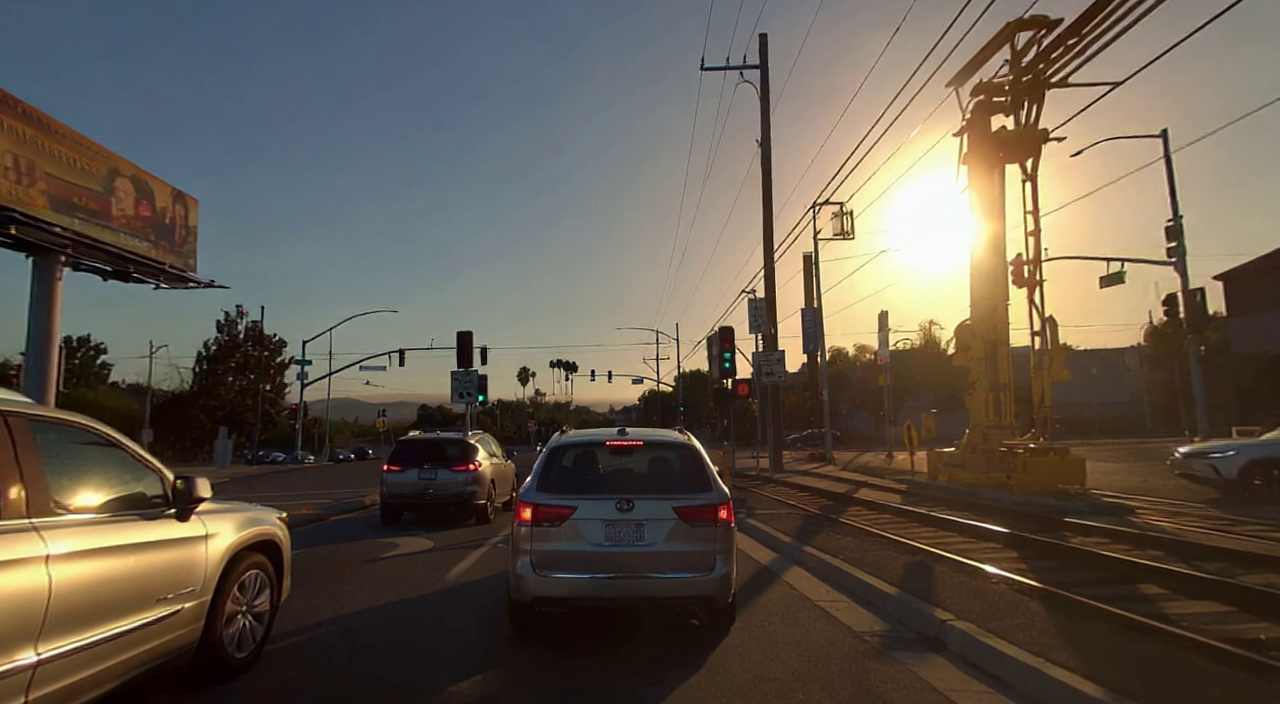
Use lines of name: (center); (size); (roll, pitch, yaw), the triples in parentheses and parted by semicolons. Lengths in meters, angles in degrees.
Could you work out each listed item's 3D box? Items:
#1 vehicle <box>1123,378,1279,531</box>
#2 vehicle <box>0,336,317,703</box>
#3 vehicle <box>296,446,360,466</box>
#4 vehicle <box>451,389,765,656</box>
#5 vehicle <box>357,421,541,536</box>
vehicle: (9.614, 1.318, 8.211); (5.060, 1.702, 2.033); (1, -9, -4)
vehicle: (-3.933, 0.875, 3.049); (2.052, 1.814, 5.184); (0, -9, -1)
vehicle: (-24.213, 8.073, 49.096); (4.357, 1.444, 1.842); (-3, -9, 19)
vehicle: (-0.212, 1.381, 6.009); (2.025, 1.723, 3.644); (0, -9, 0)
vehicle: (-3.153, 2.188, 11.519); (1.988, 1.678, 4.317); (0, -9, 0)
